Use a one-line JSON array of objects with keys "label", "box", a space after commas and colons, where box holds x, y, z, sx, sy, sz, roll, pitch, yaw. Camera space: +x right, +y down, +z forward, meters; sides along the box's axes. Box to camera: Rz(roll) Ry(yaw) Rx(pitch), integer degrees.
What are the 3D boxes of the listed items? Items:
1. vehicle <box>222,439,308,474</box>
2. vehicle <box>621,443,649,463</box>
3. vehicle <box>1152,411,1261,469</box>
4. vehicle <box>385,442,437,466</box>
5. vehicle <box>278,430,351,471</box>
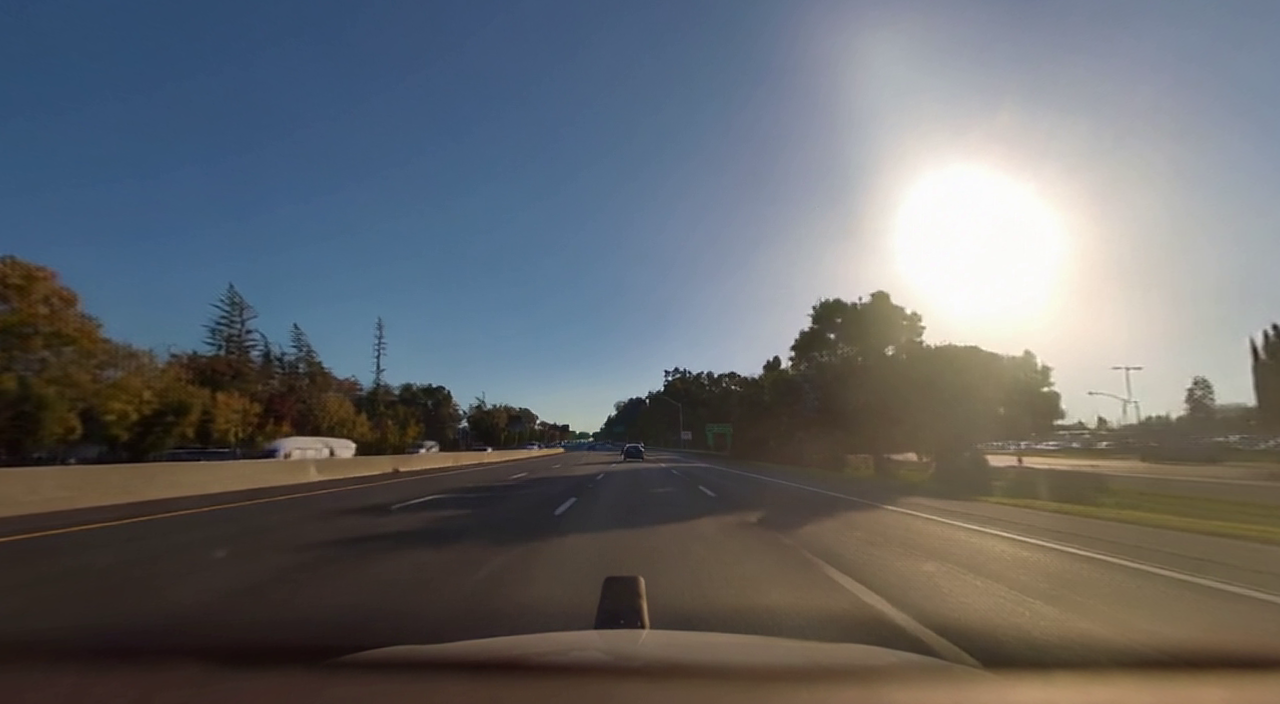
[{"label": "vehicle", "box": [-25.326, 7.060, 43.040, 2.155, 2.166, 5.959, 0, -9, 0]}, {"label": "vehicle", "box": [-0.409, 7.724, 48.368, 2.025, 1.460, 4.189, 0, -9, -2]}, {"label": "vehicle", "box": [43.416, 6.779, 48.962, 3.121, 3.928, 10.924, -6, -9, 26]}, {"label": "vehicle", "box": [-17.649, 7.867, 49.001, 2.006, 1.741, 5.547, 0, -9, 0]}, {"label": "vehicle", "box": [-25.386, 7.710, 49.567, 2.614, 2.968, 5.747, 0, -9, 0]}]
